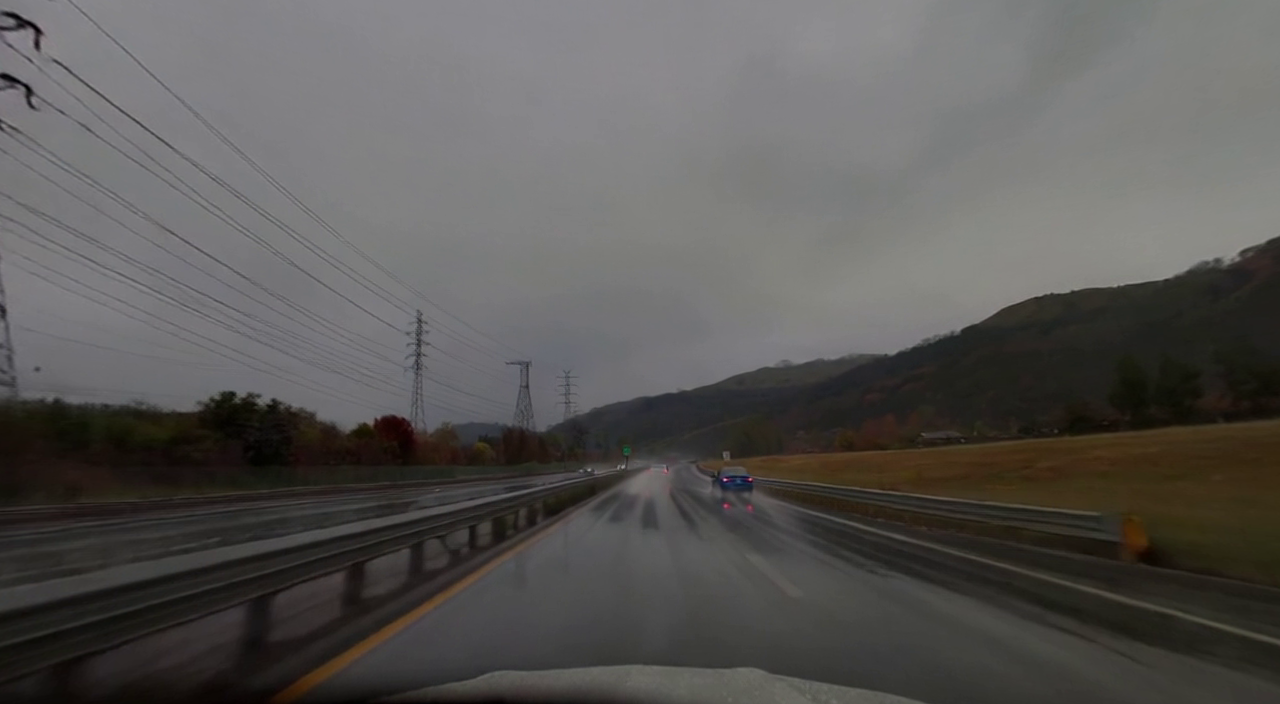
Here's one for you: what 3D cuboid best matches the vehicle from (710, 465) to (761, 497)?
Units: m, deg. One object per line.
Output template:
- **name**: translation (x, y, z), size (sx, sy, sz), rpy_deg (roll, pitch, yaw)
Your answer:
- **vehicle**: translation (4.896, 6.669, 32.706), size (1.985, 1.521, 3.904), rpy_deg (1, -10, -1)
